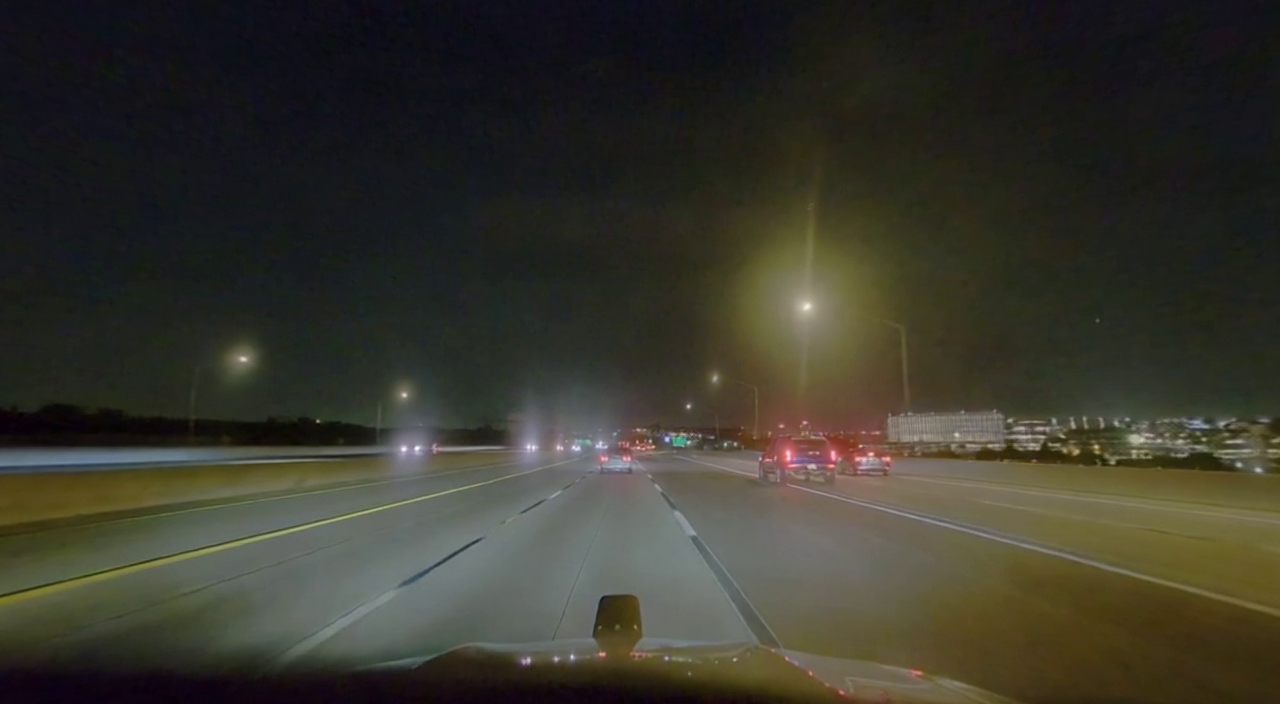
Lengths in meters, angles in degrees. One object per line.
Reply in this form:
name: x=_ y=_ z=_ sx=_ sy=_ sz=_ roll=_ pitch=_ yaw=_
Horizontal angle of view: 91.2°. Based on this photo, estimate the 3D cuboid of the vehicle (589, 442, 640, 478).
vehicle: x=-1.112 y=5.012 z=29.195 sx=2.055 sy=1.509 sz=4.255 roll=-1 pitch=-9 yaw=2
